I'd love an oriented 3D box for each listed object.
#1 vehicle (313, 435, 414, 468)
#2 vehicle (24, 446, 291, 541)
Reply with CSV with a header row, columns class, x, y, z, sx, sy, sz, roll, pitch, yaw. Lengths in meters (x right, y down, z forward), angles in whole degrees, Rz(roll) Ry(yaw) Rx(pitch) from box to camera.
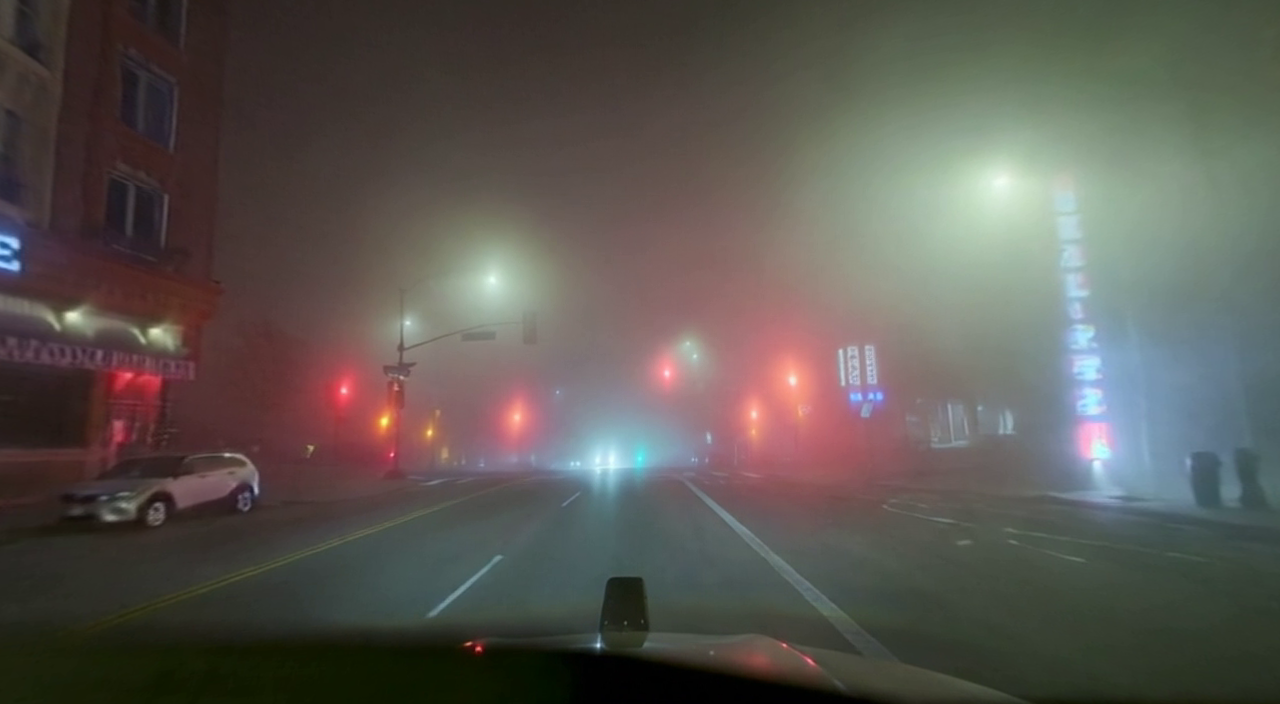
class,x,y,z,sx,sy,sz,roll,pitch,yaw
vehicle,-17.515,6.298,40.045,5.376,1.994,2.196,-1,-8,8
vehicle,-9.287,2.691,12.785,1.908,1.529,4.522,0,-8,-1
